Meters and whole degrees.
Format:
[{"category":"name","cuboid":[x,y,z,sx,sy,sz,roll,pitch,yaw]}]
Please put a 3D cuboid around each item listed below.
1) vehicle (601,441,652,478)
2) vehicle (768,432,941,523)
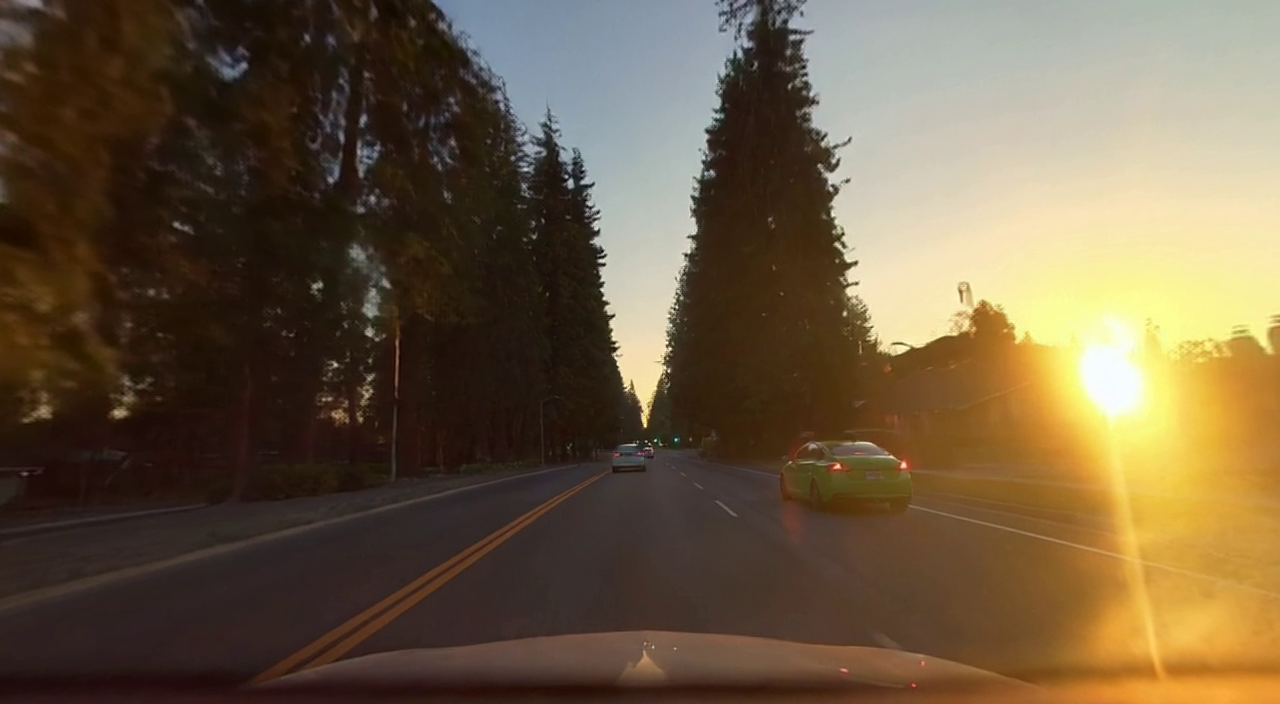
[{"category":"vehicle","cuboid":[-0.549,4.990,29.724,2.206,1.525,4.695,-1,-8,1]},{"category":"vehicle","cuboid":[4.111,2.446,13.000,1.943,1.471,4.515,-1,-8,0]}]
